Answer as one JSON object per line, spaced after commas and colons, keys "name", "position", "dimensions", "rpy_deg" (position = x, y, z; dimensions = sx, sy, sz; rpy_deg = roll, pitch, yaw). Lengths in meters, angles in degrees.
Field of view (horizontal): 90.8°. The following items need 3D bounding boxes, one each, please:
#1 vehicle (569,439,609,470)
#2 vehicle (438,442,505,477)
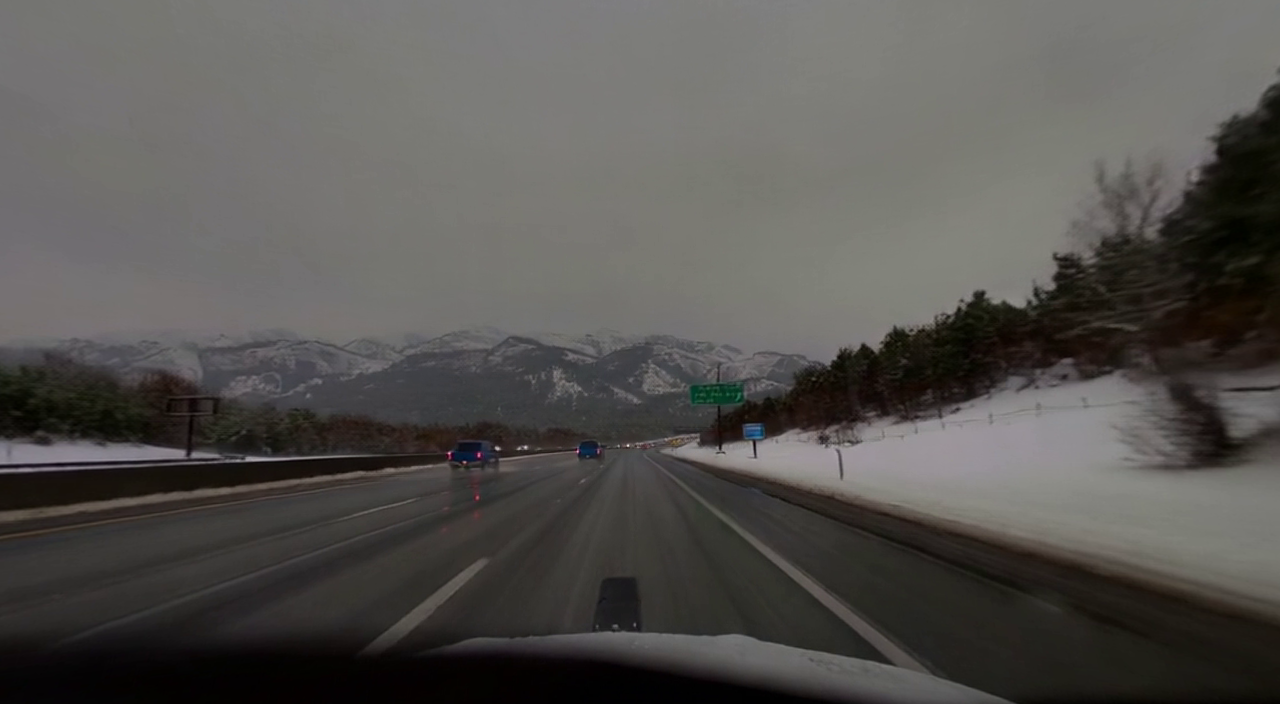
{"name": "vehicle", "position": [-3.120, 6.349, 39.237], "dimensions": [2.029, 1.753, 4.718], "rpy_deg": [0, -9, 1]}
{"name": "vehicle", "position": [-7.807, 5.032, 29.793], "dimensions": [1.930, 1.508, 4.567], "rpy_deg": [0, -9, 0]}
